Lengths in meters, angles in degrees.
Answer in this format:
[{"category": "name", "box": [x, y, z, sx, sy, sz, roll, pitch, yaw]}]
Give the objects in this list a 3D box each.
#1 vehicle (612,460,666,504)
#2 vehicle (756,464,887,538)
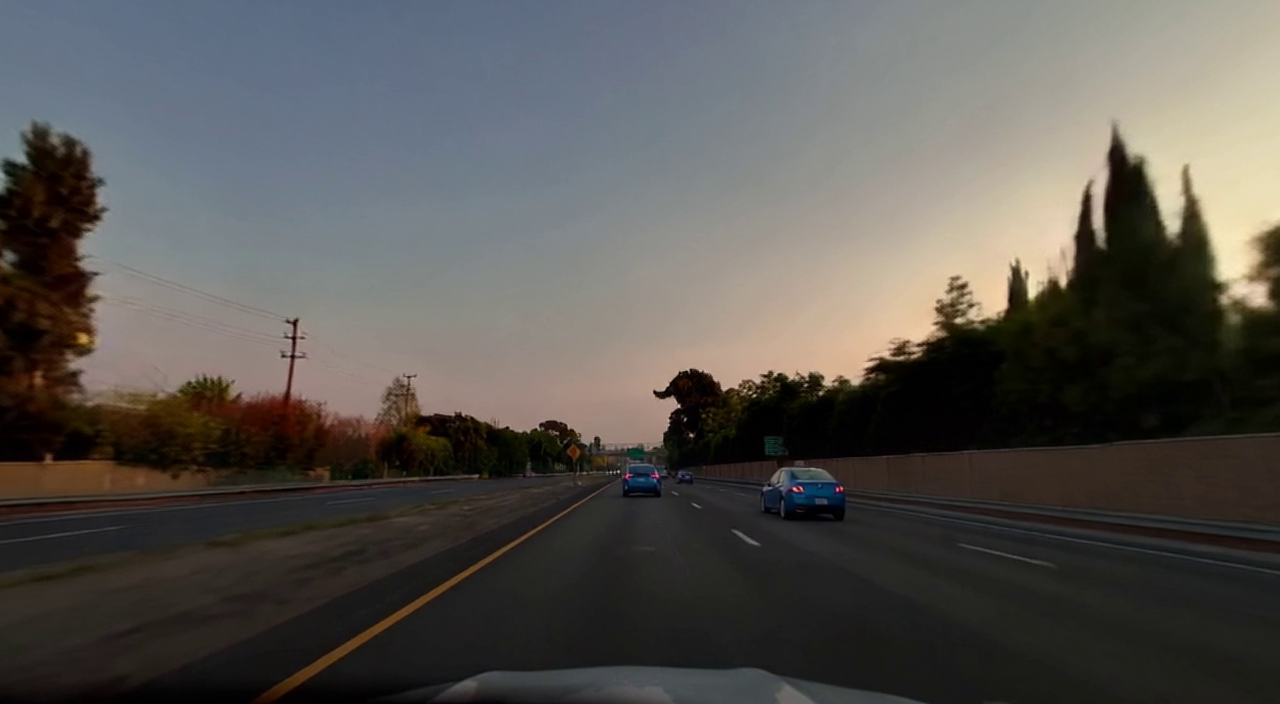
[{"category": "vehicle", "box": [-0.032, 5.330, 25.979, 2.037, 1.605, 3.833, 1, -11, 0]}, {"category": "vehicle", "box": [4.233, 3.554, 15.448, 1.938, 1.494, 4.032, 1, -11, -1]}]
